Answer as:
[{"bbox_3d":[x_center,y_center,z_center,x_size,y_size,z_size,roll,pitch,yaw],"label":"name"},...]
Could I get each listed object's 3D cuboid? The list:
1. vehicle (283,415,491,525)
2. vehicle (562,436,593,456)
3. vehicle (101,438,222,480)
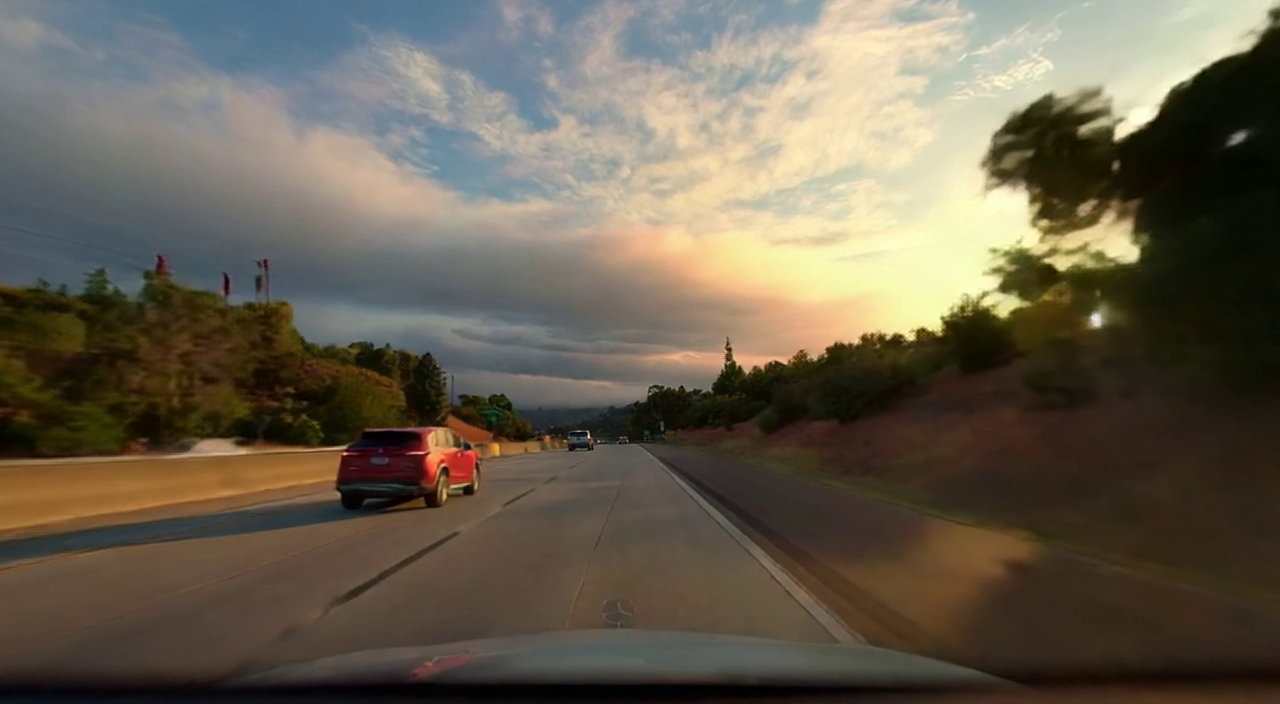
[{"bbox_3d":[-4.364,2.082,11.813,2.070,1.647,4.577,0,-8,-1],"label":"vehicle"},{"bbox_3d":[-4.910,7.421,49.672,2.063,1.496,4.225,0,-8,-1],"label":"vehicle"},{"bbox_3d":[-17.616,3.931,23.364,1.794,1.408,3.420,0,-8,-1],"label":"vehicle"}]
